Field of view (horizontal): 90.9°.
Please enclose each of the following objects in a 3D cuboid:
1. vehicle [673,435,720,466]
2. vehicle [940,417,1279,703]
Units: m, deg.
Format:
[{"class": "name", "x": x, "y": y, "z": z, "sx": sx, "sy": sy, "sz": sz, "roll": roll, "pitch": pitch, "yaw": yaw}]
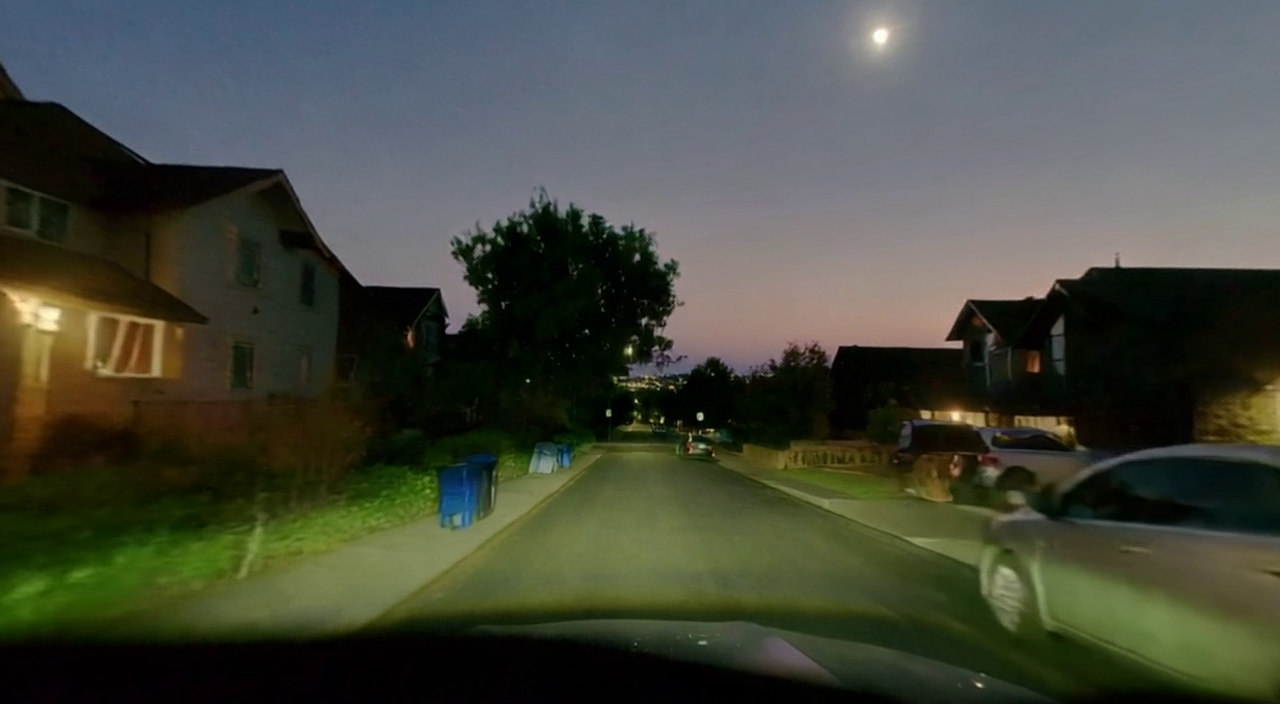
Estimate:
[{"class": "vehicle", "x": 2.923, "y": 5.185, "z": 33.467, "sx": 1.955, "sy": 1.498, "sz": 4.046, "roll": 0, "pitch": -8, "yaw": -3}, {"class": "vehicle", "x": 3.370, "y": 1.104, "z": 3.181, "sx": 1.838, "sy": 1.496, "sz": 3.735, "roll": 0, "pitch": -8, "yaw": 0}]
